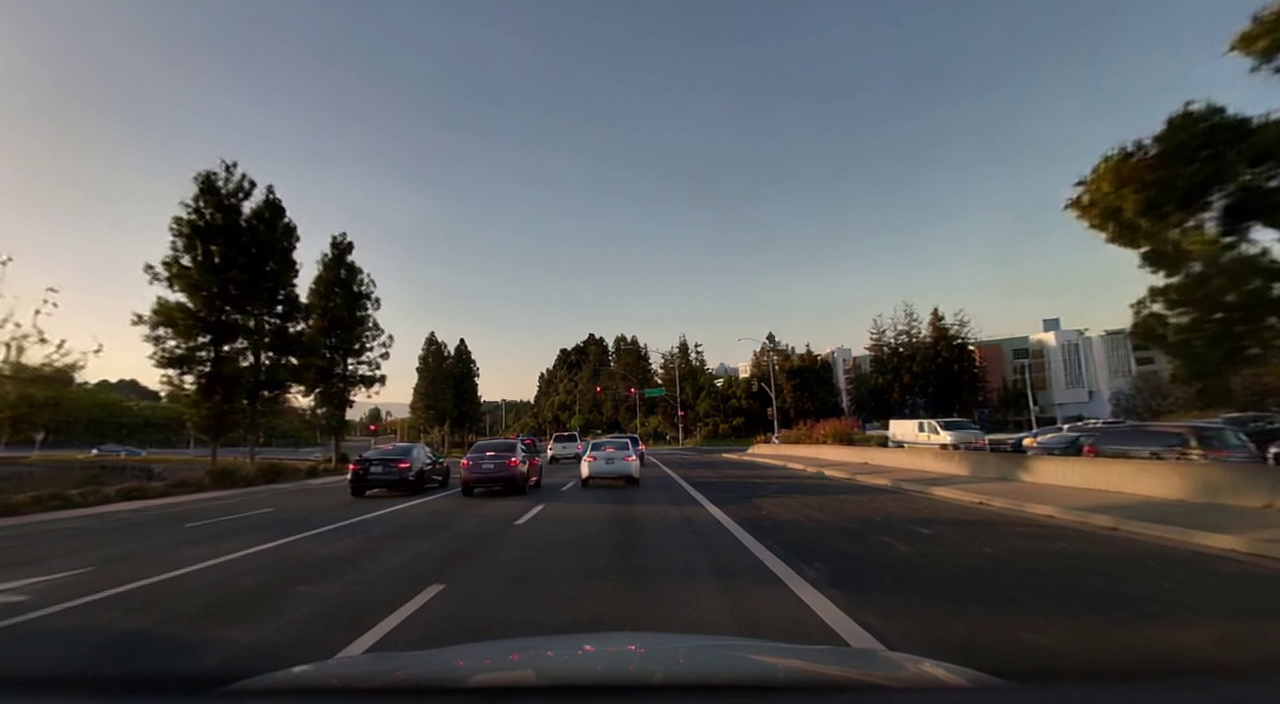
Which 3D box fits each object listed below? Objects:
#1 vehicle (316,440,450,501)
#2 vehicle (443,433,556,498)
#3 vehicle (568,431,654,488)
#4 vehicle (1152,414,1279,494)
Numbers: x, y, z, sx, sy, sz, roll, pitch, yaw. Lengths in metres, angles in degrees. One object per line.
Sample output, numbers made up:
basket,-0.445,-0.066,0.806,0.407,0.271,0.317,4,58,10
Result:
vehicle,-7.012,3.252,17.811,1.852,1.458,4.422,0,-8,1
vehicle,-3.551,2.962,16.908,1.920,1.480,4.549,0,-8,1
vehicle,-0.778,3.136,18.762,2.231,1.481,4.489,0,-8,0
vehicle,15.061,2.409,15.170,4.961,1.657,2.071,3,-9,-23
